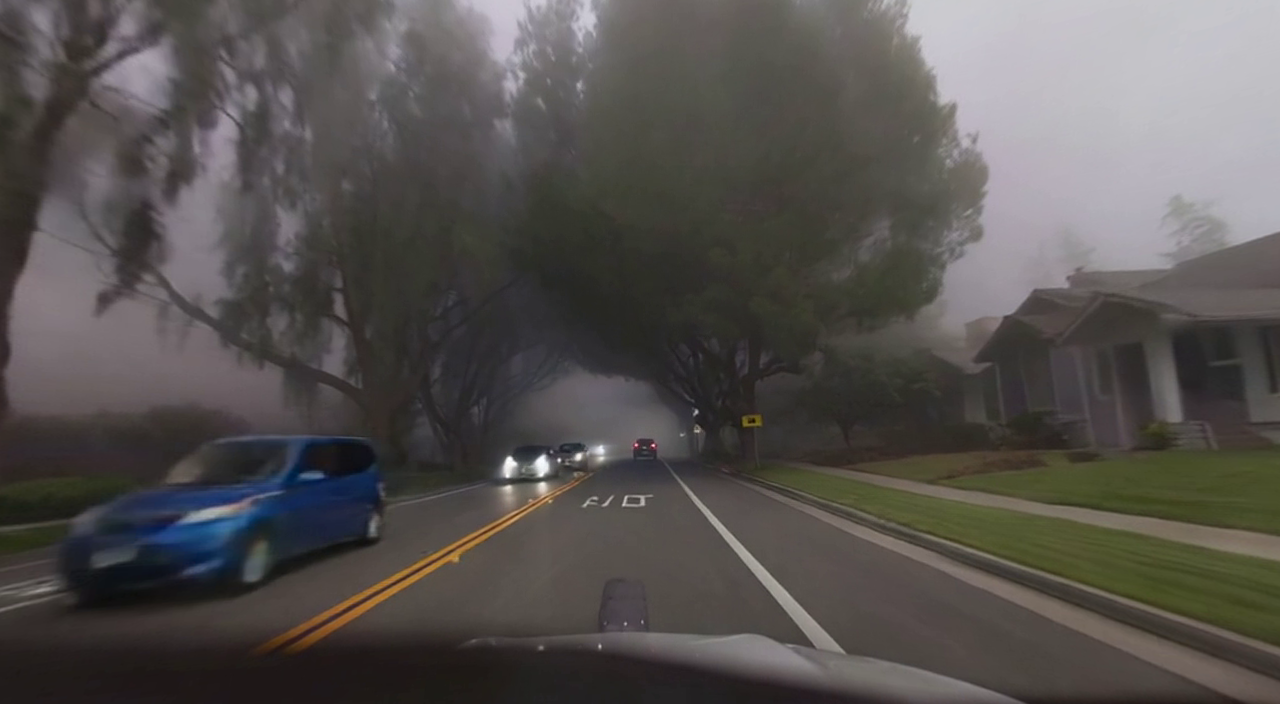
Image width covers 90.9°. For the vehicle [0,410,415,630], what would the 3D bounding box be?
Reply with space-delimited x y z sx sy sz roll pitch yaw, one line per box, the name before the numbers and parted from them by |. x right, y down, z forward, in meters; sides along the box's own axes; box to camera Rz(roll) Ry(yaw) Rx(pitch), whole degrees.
vehicle | -4.460 1.634 7.208 2.069 1.707 4.385 0 -8 1

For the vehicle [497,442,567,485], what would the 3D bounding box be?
vehicle | -4.109 4.303 24.681 1.905 1.510 4.172 0 -8 1

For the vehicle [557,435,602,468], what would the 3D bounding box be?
vehicle | -3.882 6.471 41.163 2.267 1.975 5.112 0 -8 2
